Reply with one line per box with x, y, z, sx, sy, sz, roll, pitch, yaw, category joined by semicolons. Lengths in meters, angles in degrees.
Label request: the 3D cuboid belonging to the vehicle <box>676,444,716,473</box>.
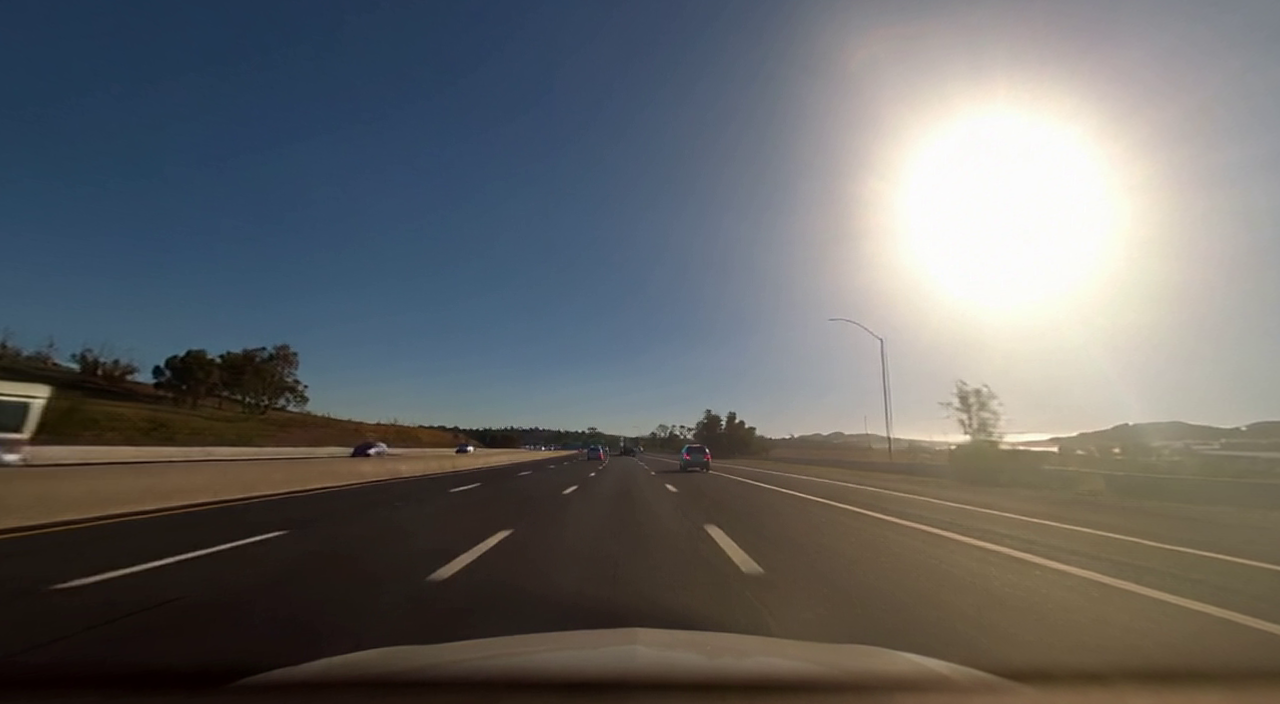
3.134;6.101;35.967;1.895;1.555;4.030;0;-9;0;vehicle
